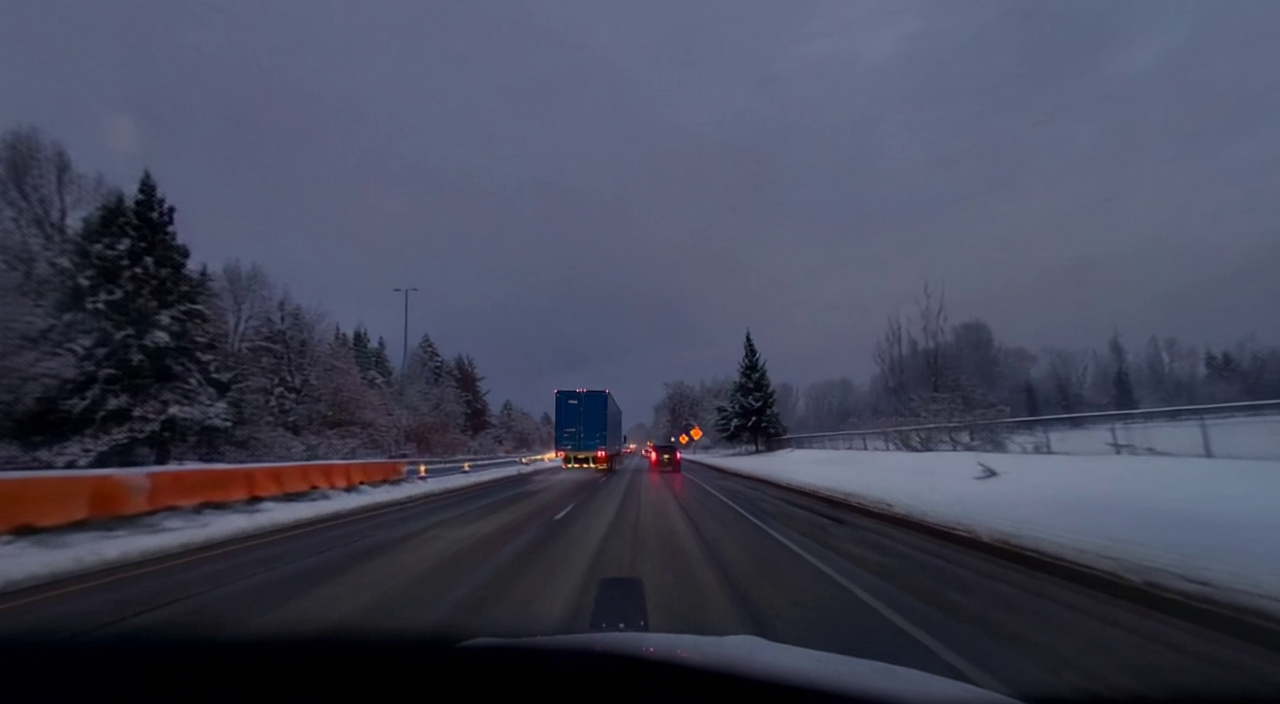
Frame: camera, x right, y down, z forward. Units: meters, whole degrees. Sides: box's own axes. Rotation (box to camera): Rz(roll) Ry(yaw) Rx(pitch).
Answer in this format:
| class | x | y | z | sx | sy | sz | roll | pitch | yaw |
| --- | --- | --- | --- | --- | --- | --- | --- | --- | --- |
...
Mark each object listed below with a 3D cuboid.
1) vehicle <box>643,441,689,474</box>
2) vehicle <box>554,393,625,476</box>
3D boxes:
| class | x | y | z | sx | sy | sz | roll | pitch | yaw |
| --- | --- | --- | --- | --- | --- | --- | --- | --- | --- |
| vehicle | 1.329 | 5.726 | 34.509 | 2.304 | 1.675 | 4.462 | 0 | -8 | 0 |
| vehicle | -2.705 | 5.222 | 39.148 | 2.906 | 4.115 | 15.715 | 0 | -8 | 1 |
